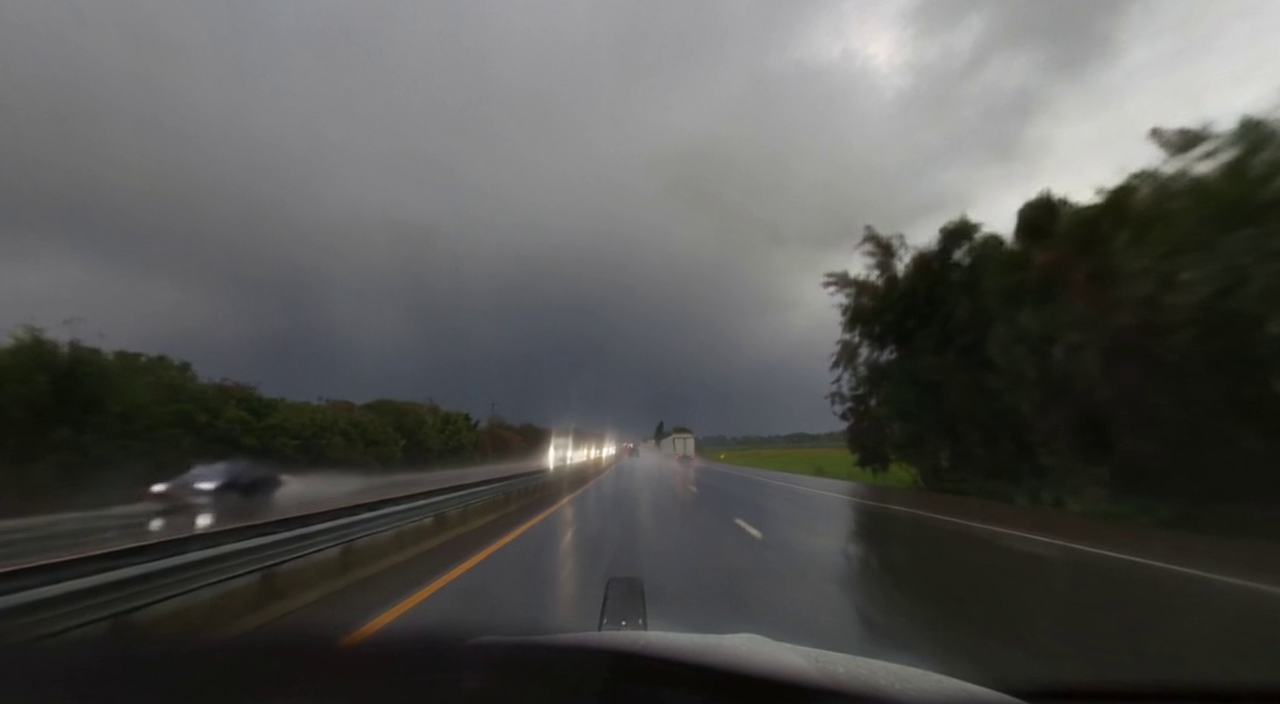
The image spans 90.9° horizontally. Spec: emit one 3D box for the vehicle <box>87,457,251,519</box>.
[{"bbox_3d":[-13.277,3.822,18.111,1.720,1.497,3.857,0,-9,0],"label":"vehicle"}]
